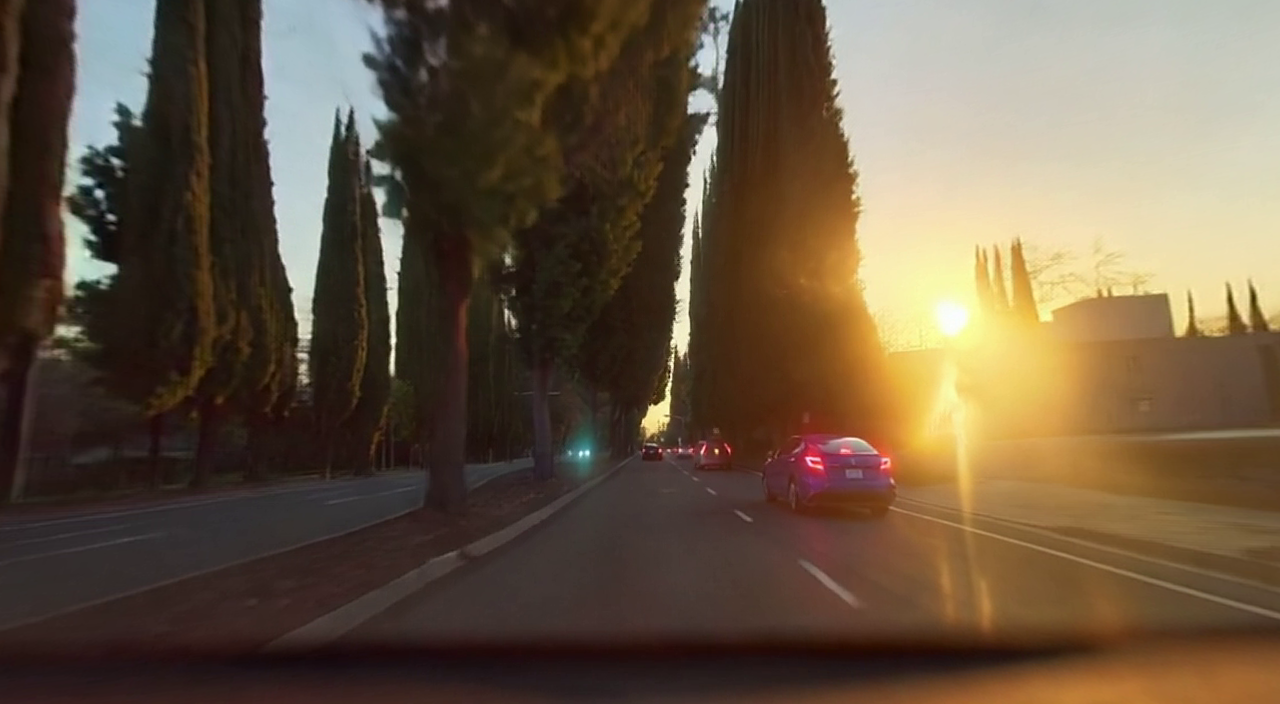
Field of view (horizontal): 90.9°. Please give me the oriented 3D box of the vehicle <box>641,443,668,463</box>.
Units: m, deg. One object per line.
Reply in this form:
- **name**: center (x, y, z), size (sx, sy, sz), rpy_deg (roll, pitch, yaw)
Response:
- **vehicle**: center (1.095, 7.865, 49.327), size (2.026, 1.466, 4.282), rpy_deg (0, -8, 1)

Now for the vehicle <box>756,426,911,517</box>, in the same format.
- **vehicle**: center (3.944, 2.488, 13.687), size (2.052, 1.639, 4.123), rpy_deg (0, -8, 0)

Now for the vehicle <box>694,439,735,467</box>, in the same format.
- **vehicle**: center (4.615, 6.328, 39.722), size (2.110, 1.666, 3.912), rpy_deg (0, -8, 0)
